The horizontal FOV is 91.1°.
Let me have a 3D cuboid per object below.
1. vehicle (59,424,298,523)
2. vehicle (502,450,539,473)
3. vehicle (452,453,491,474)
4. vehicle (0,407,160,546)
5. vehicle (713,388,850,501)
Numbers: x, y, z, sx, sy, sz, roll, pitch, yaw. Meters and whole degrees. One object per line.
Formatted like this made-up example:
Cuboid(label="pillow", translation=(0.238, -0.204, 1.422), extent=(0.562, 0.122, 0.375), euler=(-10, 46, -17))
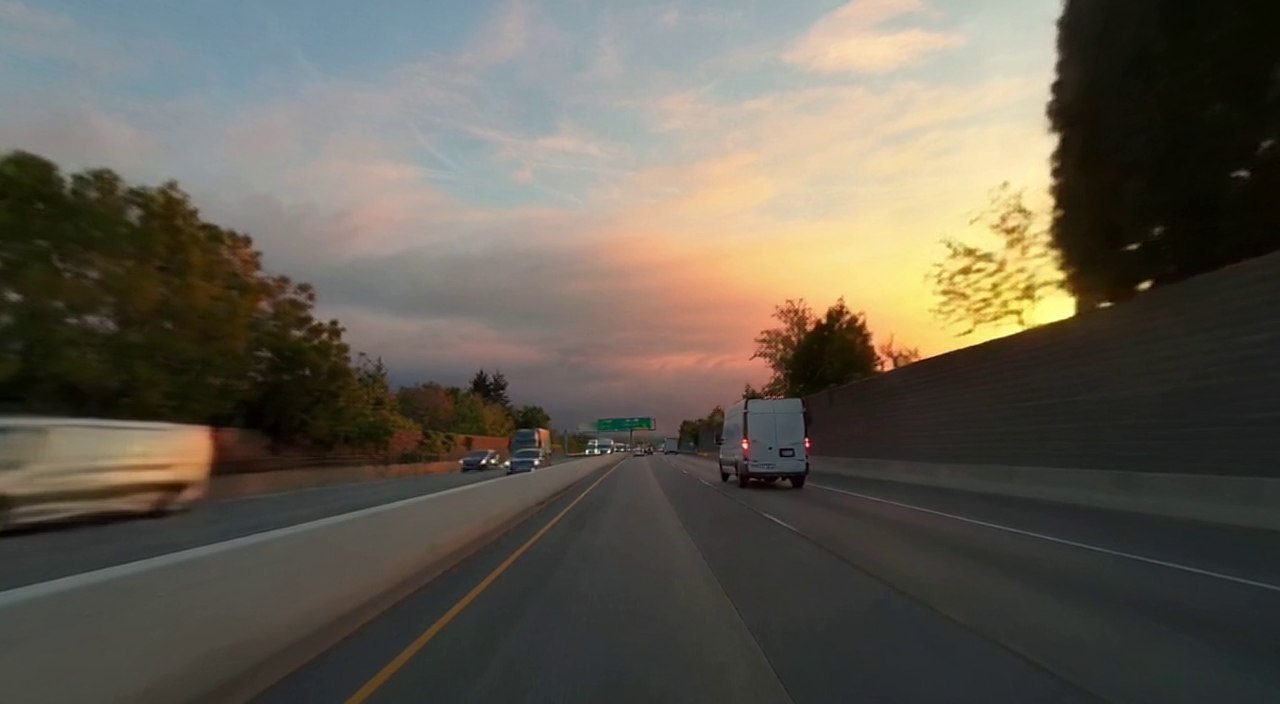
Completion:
Cuboid(label="vehicle", translation=(-12.819, 3.393, 18.235), extent=(2.496, 2.353, 5.824), euler=(0, -9, 0))
Cuboid(label="vehicle", translation=(-8.144, 7.490, 43.155), extent=(1.800, 1.441, 3.633), euler=(-1, -9, 0))
Cuboid(label="vehicle", translation=(-12.666, 8.356, 47.449), extent=(1.802, 1.445, 4.047), euler=(0, -9, -1))
Cuboid(label="vehicle", translation=(-12.796, 2.318, 11.764), extent=(2.601, 2.464, 6.400), euler=(0, -9, -1))
Cuboid(label="vehicle", translation=(3.942, 2.825, 19.207), extent=(2.449, 2.805, 6.763), euler=(0, -9, -1))
